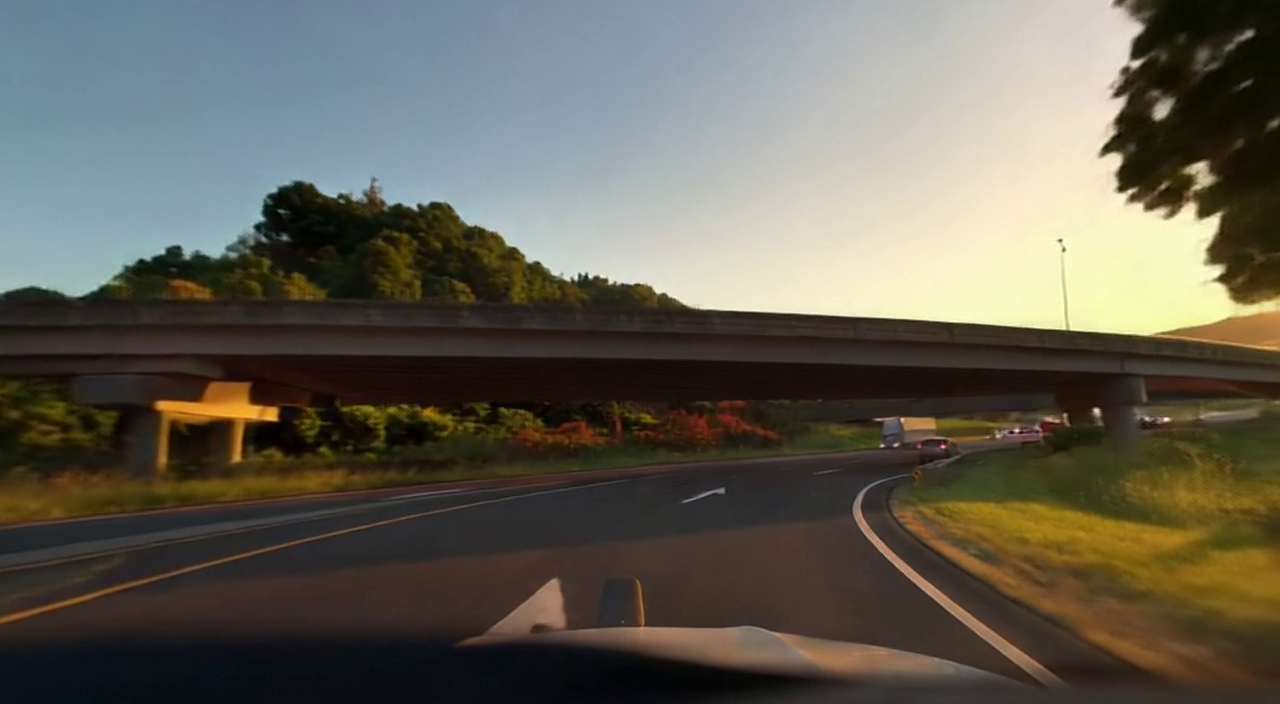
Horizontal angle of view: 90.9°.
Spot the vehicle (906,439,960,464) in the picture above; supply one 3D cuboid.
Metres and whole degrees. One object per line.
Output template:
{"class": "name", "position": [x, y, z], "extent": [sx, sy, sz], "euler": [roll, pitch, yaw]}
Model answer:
{"class": "vehicle", "position": [17.544, 5.935, 37.641], "extent": [1.807, 1.427, 3.645], "euler": [-8, -12, 41]}
